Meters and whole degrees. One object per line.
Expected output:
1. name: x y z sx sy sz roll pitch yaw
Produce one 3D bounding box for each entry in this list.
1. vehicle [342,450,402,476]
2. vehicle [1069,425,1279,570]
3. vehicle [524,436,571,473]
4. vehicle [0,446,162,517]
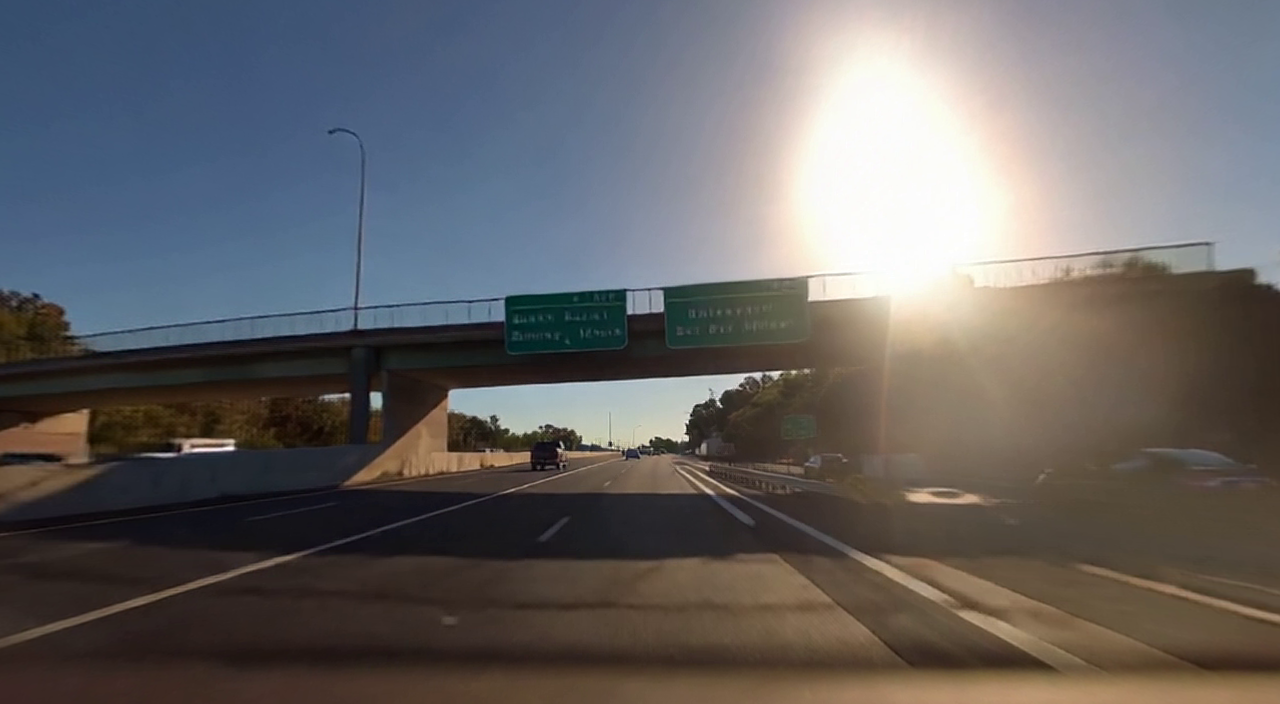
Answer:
1. vehicle: -19.844 8.189 46.890 2.442 1.756 4.528 0 -9 0
2. vehicle: 9.783 2.268 10.562 2.146 1.929 4.388 -1 -9 2
3. vehicle: -6.301 7.043 43.632 2.264 2.379 5.248 -1 -9 2
4. vehicle: -16.469 3.566 17.970 2.051 1.715 4.579 0 -9 1
